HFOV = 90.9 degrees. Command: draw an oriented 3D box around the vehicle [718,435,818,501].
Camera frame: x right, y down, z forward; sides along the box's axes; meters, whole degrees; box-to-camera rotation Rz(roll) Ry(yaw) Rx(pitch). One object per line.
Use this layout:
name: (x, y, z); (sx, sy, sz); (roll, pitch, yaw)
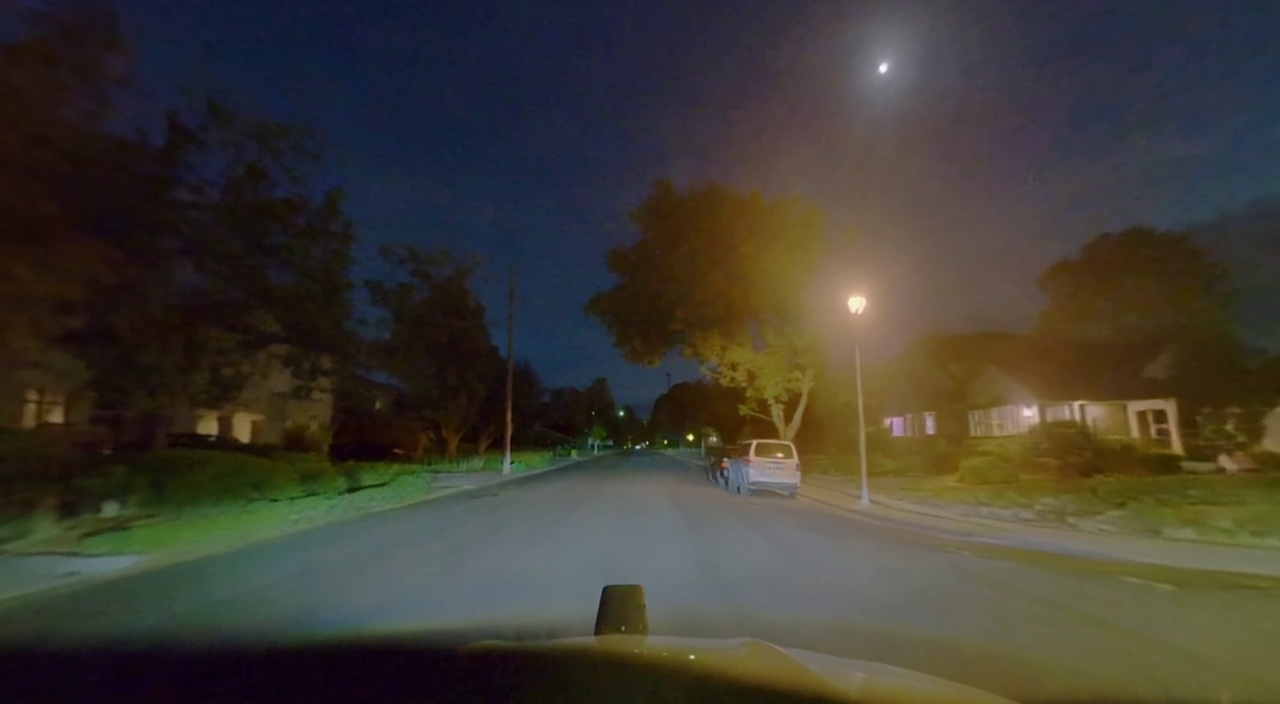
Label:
vehicle: (3.753, 3.464, 19.364); (2.046, 1.760, 4.570); (0, -8, -1)

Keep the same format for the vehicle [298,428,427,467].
vehicle: (-12.592, 4.353, 28.767); (4.906, 1.564, 1.988); (1, -8, 6)
